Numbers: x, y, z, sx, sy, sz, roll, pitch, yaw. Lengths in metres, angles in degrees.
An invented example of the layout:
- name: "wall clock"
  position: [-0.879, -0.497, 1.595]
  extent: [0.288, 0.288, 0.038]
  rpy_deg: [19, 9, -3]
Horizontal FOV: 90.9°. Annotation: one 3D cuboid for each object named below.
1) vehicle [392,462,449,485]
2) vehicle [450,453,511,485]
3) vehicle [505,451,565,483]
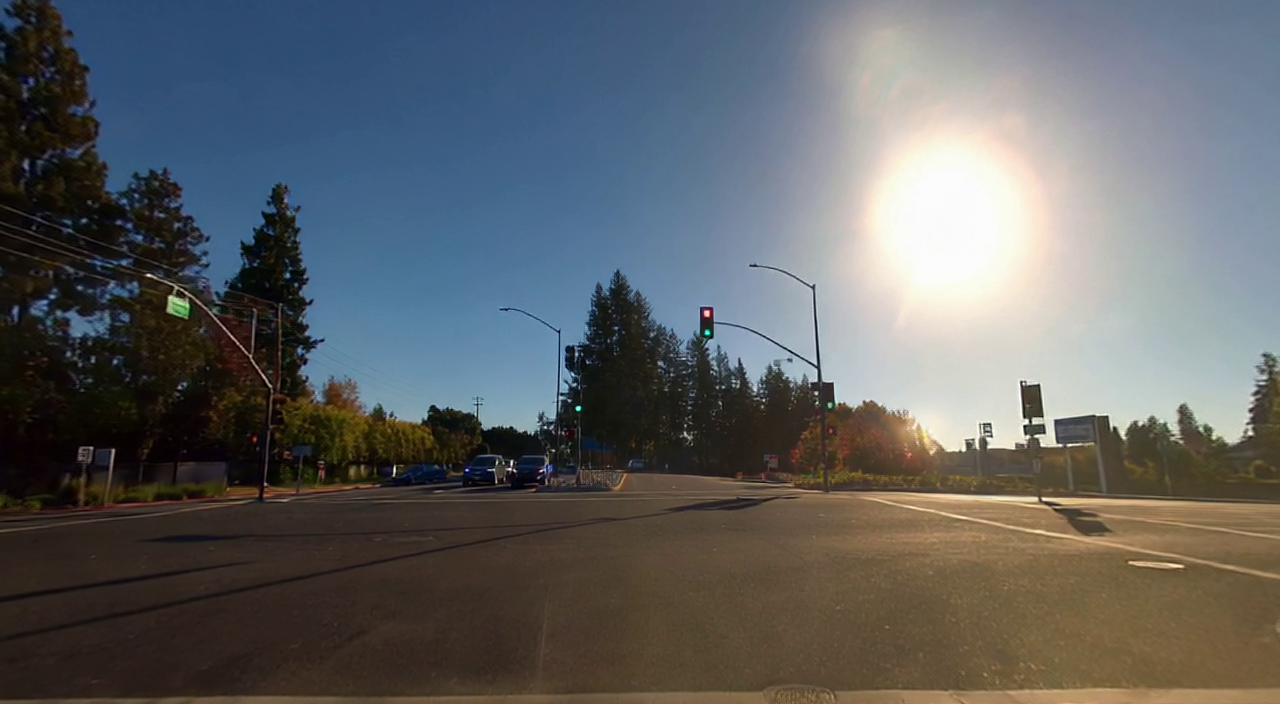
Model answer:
- name: "vehicle"
  position: [-16.427, 9.122, 47.433]
  extent: [2.029, 1.500, 4.491]
  rpy_deg: [-2, -9, 11]
- name: "vehicle"
  position: [-8.040, 5.901, 32.113]
  extent: [1.960, 1.433, 4.213]
  rpy_deg: [0, -8, 1]
- name: "vehicle"
  position: [-5.247, 5.792, 32.104]
  extent: [2.107, 1.456, 4.728]
  rpy_deg: [0, -8, 1]
